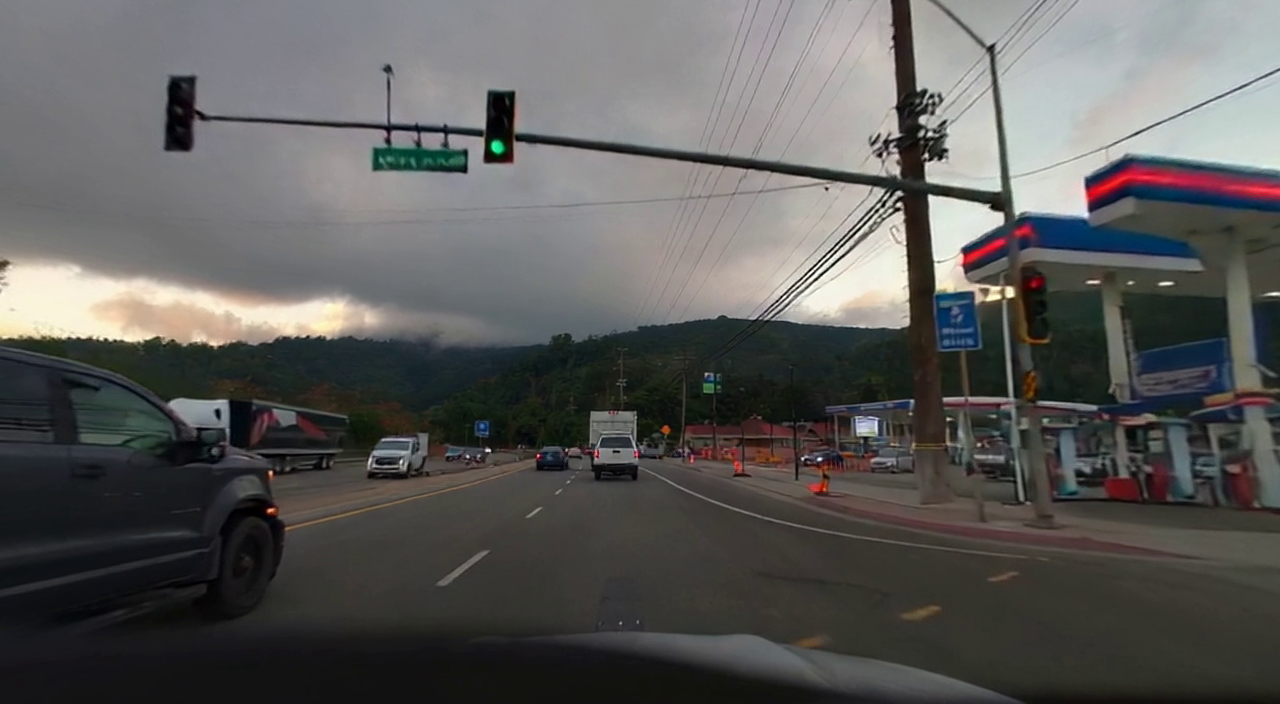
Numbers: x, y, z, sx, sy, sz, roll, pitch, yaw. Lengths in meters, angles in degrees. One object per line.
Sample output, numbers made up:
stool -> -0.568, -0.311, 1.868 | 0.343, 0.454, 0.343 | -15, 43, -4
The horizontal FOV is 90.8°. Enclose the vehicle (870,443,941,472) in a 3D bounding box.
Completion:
vehicle -> 18.584, 7.287, 44.109 | 5.424, 1.844, 2.255 | 7, -10, -41

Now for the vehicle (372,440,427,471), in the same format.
vehicle -> -14.850, 6.362, 39.189 | 1.991, 1.803, 4.100 | 0, -8, -4

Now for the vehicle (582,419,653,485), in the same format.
vehicle -> -0.924, 3.872, 24.891 | 2.486, 2.280, 5.291 | 0, -8, -3

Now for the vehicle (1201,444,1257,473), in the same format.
vehicle -> 34.348, 6.160, 36.806 | 3.770, 1.581, 1.764 | 6, -10, -39

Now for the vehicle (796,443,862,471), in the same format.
vehicle -> 13.776, 7.554, 45.801 | 5.331, 1.917, 2.166 | 7, -11, -44

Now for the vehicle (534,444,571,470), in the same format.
vehicle -> -5.396, 6.499, 39.416 | 1.972, 1.496, 4.150 | 0, -8, -3

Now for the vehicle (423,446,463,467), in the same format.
vehicle -> -15.306, 8.109, 49.259 | 1.993, 1.455, 3.967 | 0, -8, -3

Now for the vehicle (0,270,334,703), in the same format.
vehicle -> -3.795, 0.663, 2.452 | 2.345, 2.012, 5.693 | 0, -8, 0
